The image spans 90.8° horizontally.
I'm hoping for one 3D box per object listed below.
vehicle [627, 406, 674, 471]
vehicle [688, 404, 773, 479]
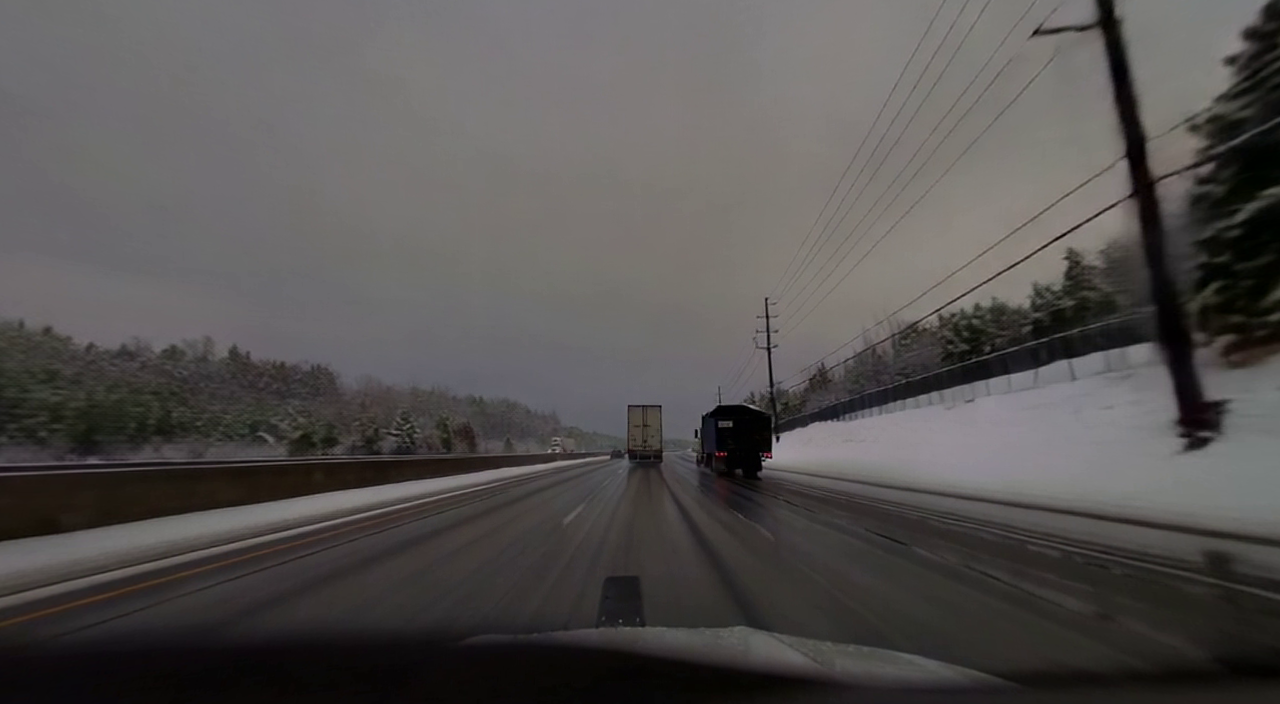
[{"bbox_3d":[0.667,6.572,46.767,2.997,4.076,13.224,0,-9,0],"label":"vehicle"},{"bbox_3d":[4.421,4.766,32.979,2.938,3.378,8.820,0,-9,-1],"label":"vehicle"}]
